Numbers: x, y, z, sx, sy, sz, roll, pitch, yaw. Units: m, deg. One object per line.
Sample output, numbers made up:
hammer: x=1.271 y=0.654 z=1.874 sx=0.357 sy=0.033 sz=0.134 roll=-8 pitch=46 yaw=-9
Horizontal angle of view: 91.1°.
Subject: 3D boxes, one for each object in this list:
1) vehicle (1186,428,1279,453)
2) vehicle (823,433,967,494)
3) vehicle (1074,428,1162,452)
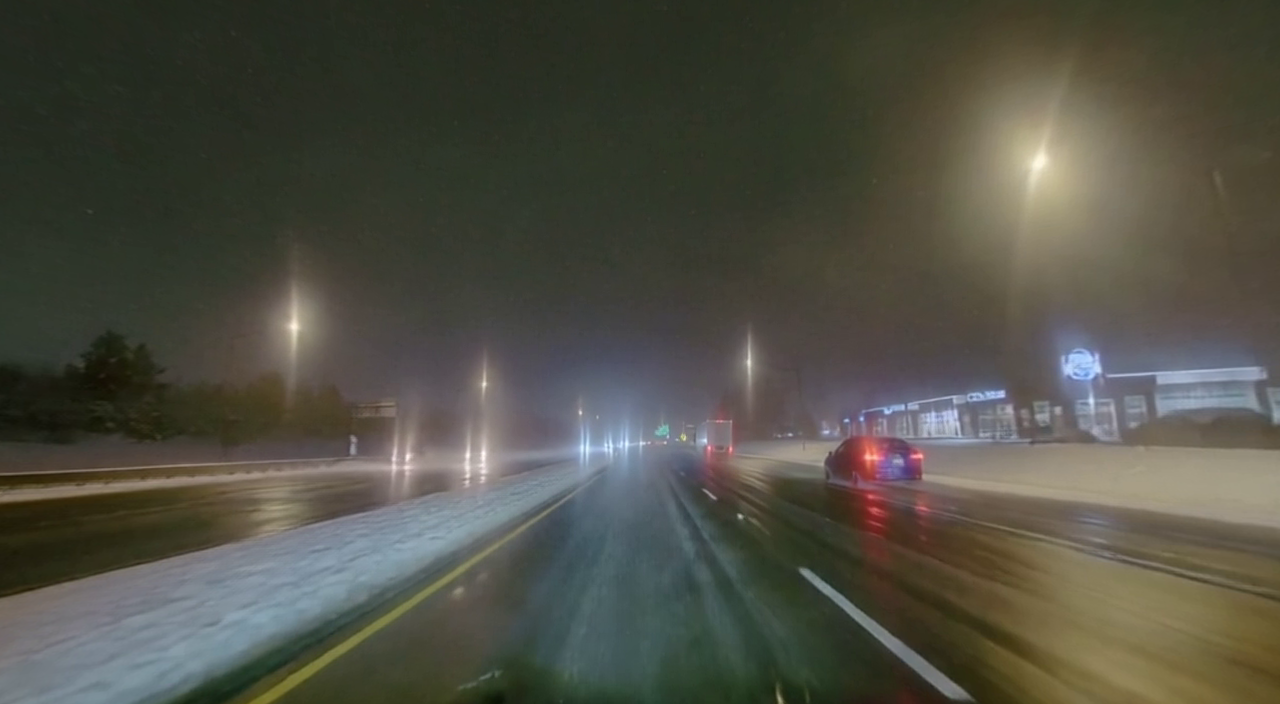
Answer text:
vehicle: x=36.385 y=5.411 z=38.325 sx=4.289 sy=1.420 sz=1.873 roll=0 pitch=-8 yaw=0
vehicle: x=7.226 y=3.215 z=18.521 sx=2.079 sy=1.518 sz=5.032 roll=0 pitch=-8 yaw=-1
vehicle: x=36.480 y=6.723 z=47.968 sx=5.072 sy=1.505 sz=1.870 roll=-3 pitch=-7 yaw=1
